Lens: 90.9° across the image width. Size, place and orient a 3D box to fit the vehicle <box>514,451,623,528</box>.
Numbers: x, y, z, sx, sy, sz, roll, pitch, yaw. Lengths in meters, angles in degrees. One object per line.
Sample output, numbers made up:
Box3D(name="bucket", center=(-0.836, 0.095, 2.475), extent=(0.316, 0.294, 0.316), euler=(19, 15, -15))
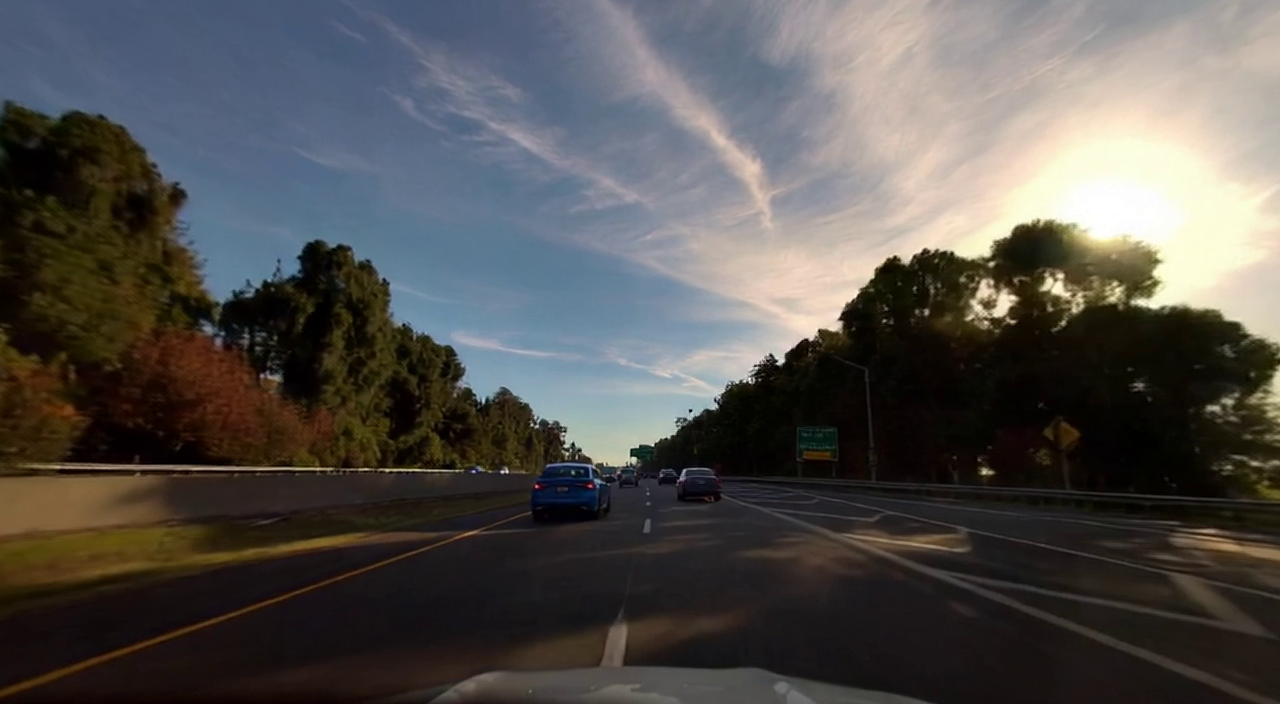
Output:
Box3D(name="vehicle", center=(-1.649, 3.492, 16.407), extent=(2.176, 1.678, 4.724), euler=(0, -10, 1))

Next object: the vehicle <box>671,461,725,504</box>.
Box3D(name="vehicle", center=(2.308, 5.296, 25.781), extent=(1.905, 1.559, 3.491), euler=(0, -10, 0))
